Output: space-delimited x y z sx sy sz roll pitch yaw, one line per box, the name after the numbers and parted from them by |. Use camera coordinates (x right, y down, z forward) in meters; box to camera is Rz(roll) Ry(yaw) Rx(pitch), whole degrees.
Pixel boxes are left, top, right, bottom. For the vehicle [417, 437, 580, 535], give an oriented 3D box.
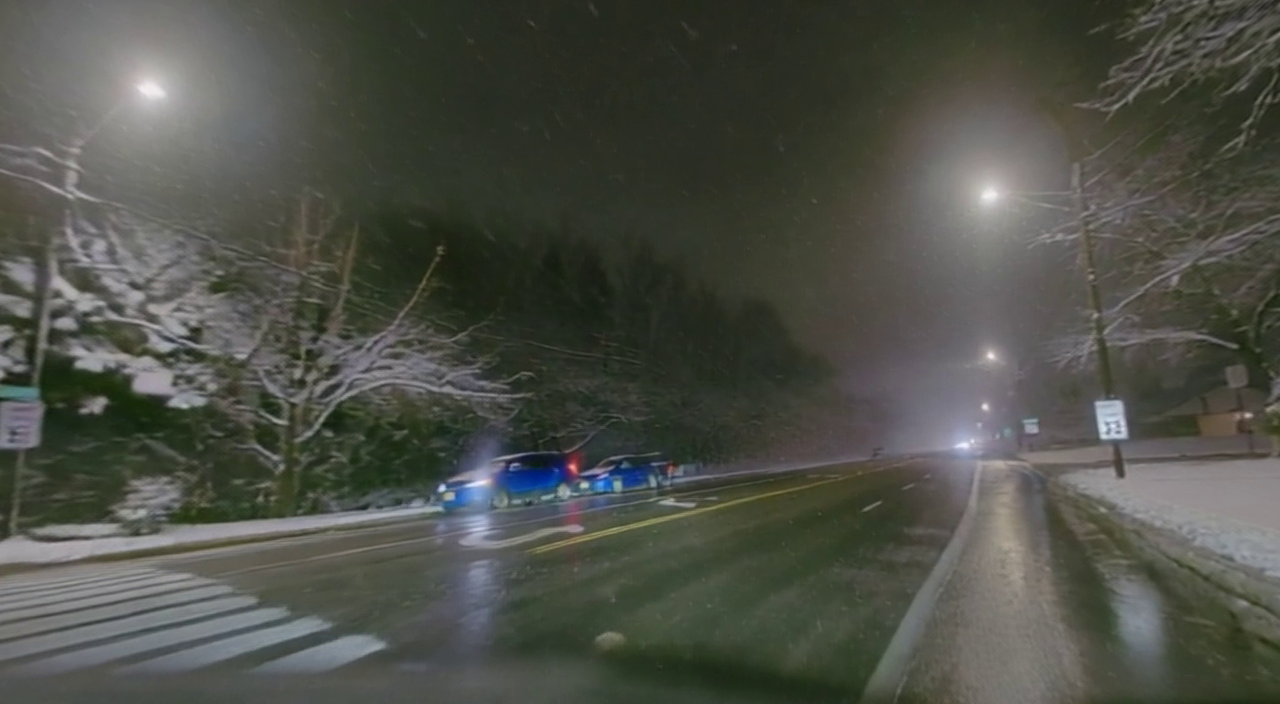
-4.245 4.089 19.941 2.159 1.959 5.179 -9 -3 24 | vehicle

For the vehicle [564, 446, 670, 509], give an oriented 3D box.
-0.832 5.060 25.807 2.087 1.700 4.467 -9 -4 29 | vehicle
